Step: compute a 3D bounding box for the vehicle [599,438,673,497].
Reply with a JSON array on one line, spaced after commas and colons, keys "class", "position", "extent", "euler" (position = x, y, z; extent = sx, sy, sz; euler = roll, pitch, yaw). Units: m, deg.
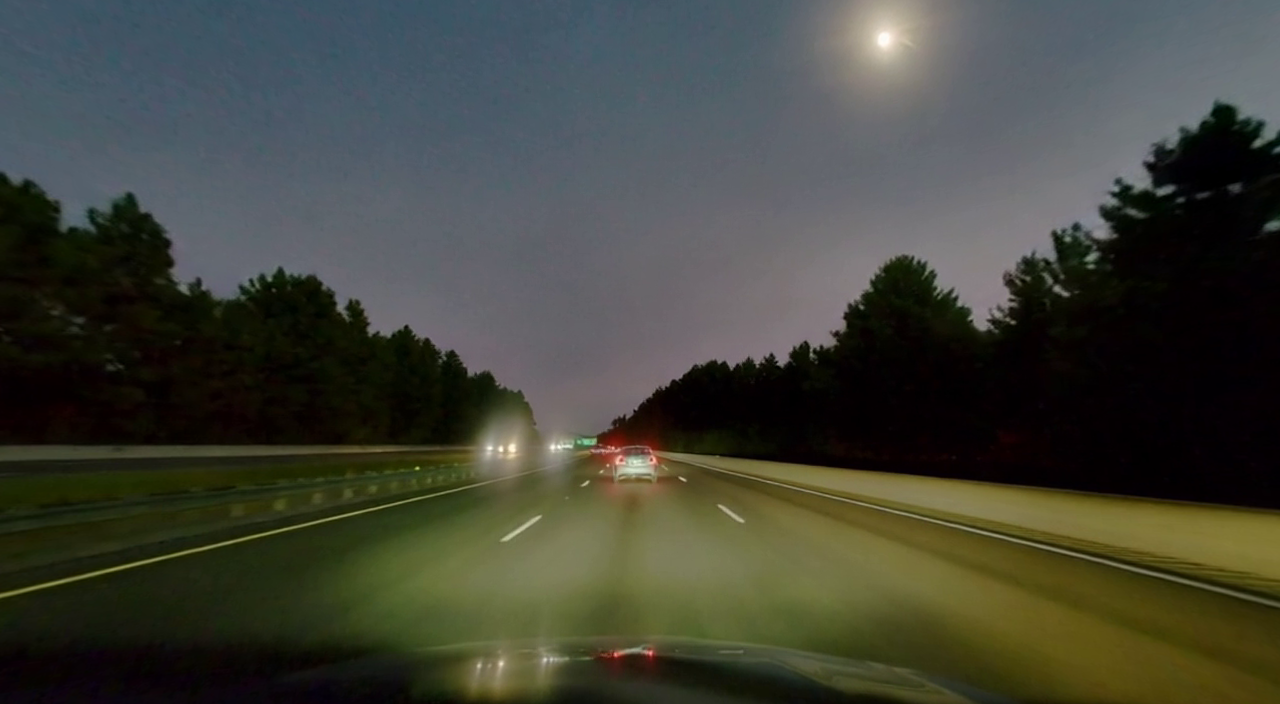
[{"class": "vehicle", "position": [-0.126, 3.456, 19.207], "extent": [2.011, 1.590, 3.607], "euler": [0, -9, -1]}]
